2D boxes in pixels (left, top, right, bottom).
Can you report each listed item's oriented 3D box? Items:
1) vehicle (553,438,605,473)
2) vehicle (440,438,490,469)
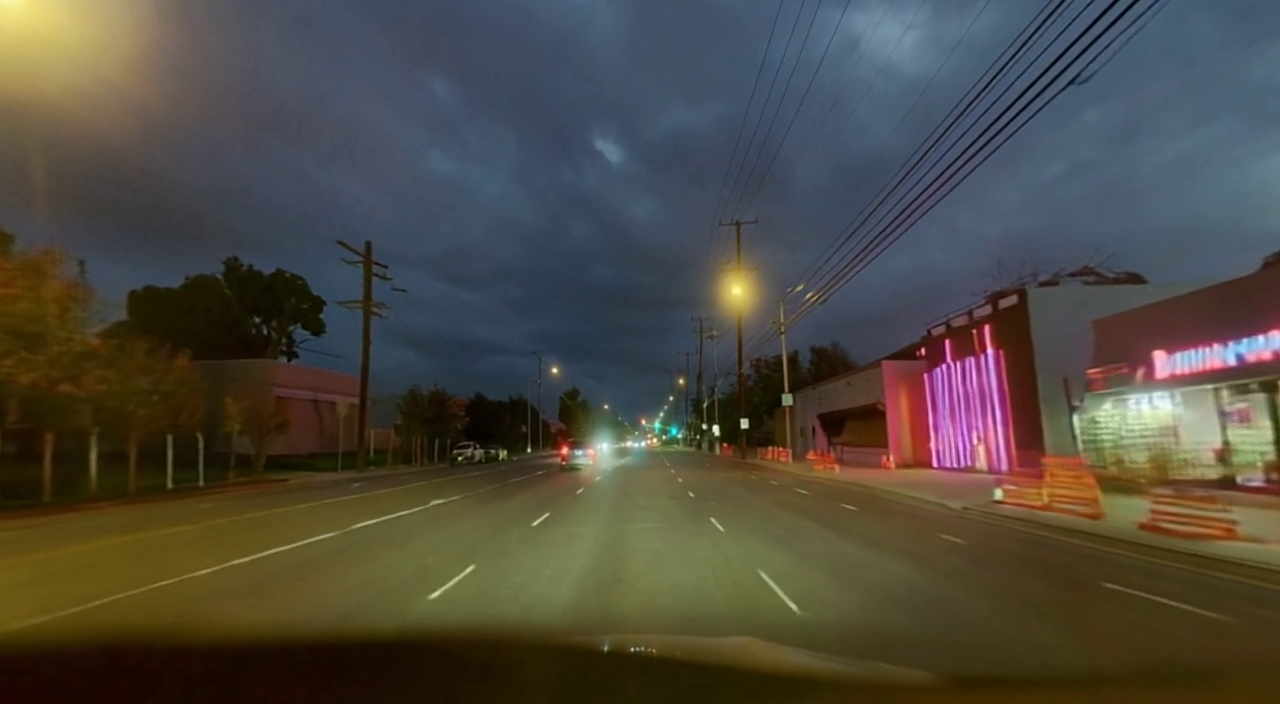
[{"bbox_3d":[-2.885,5.031,31.007,2.036,1.589,4.549,0,-8,1],"label":"vehicle"},{"bbox_3d":[-11.728,6.791,42.446,2.052,1.898,4.253,0,-8,1],"label":"vehicle"}]
